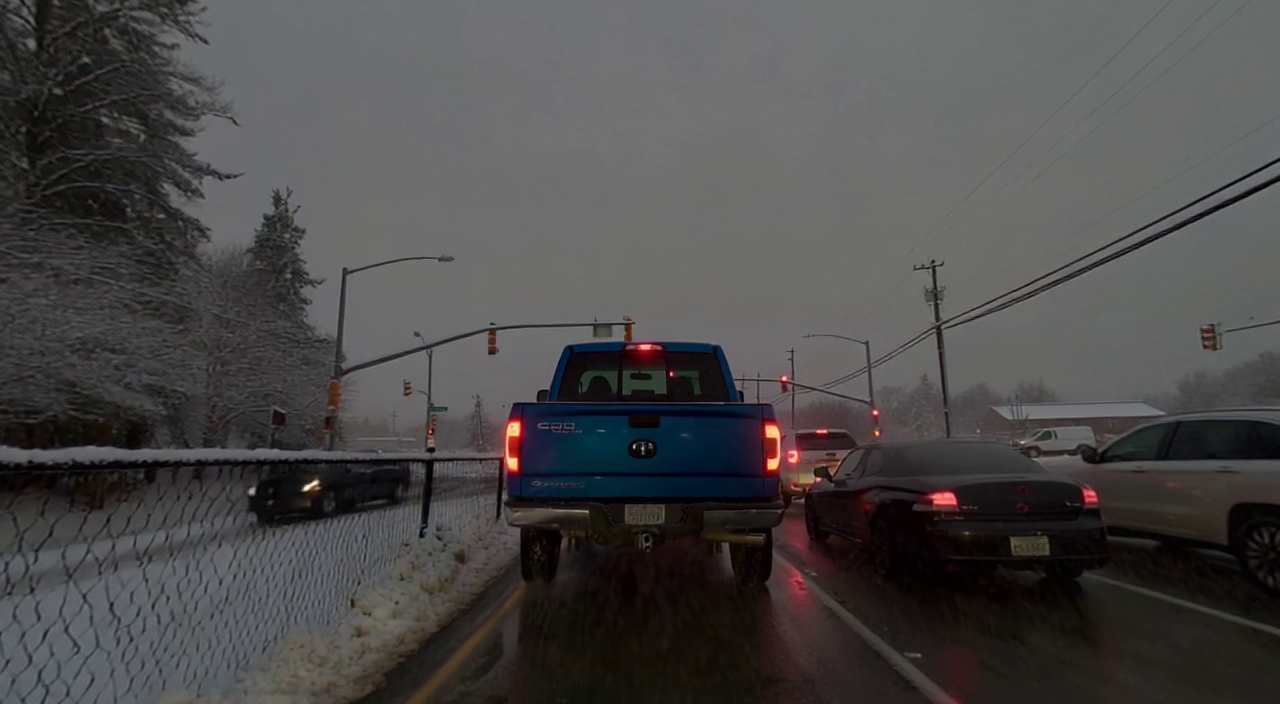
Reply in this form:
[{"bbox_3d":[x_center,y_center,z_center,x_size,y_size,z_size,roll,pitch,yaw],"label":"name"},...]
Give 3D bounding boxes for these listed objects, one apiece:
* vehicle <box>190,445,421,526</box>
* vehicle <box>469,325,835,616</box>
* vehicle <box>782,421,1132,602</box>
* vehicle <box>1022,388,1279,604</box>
[{"bbox_3d":[-7.694,3.073,15.319,2.378,1.611,5.046,-1,-9,8],"label":"vehicle"},{"bbox_3d":[0.112,1.361,8.079,2.831,2.284,6.149,0,-8,0],"label":"vehicle"},{"bbox_3d":[3.118,1.637,7.362,1.993,1.495,4.060,0,-8,1],"label":"vehicle"},{"bbox_3d":[6.154,1.338,6.272,1.982,1.727,4.352,0,-8,1],"label":"vehicle"}]
